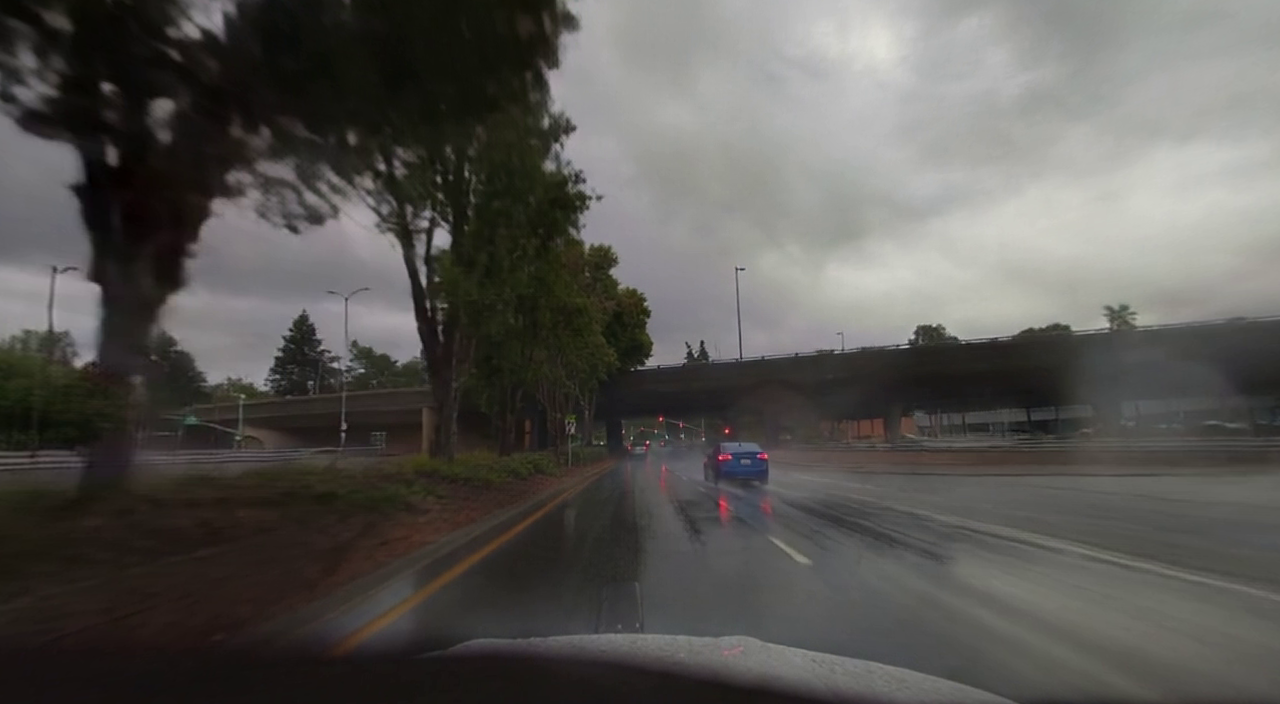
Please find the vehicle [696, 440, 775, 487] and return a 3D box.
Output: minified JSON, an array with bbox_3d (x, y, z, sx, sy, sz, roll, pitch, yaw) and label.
[{"bbox_3d":[3.283,3.932,22.678,2.062,1.484,4.332,0,-8,-1],"label":"vehicle"}]
